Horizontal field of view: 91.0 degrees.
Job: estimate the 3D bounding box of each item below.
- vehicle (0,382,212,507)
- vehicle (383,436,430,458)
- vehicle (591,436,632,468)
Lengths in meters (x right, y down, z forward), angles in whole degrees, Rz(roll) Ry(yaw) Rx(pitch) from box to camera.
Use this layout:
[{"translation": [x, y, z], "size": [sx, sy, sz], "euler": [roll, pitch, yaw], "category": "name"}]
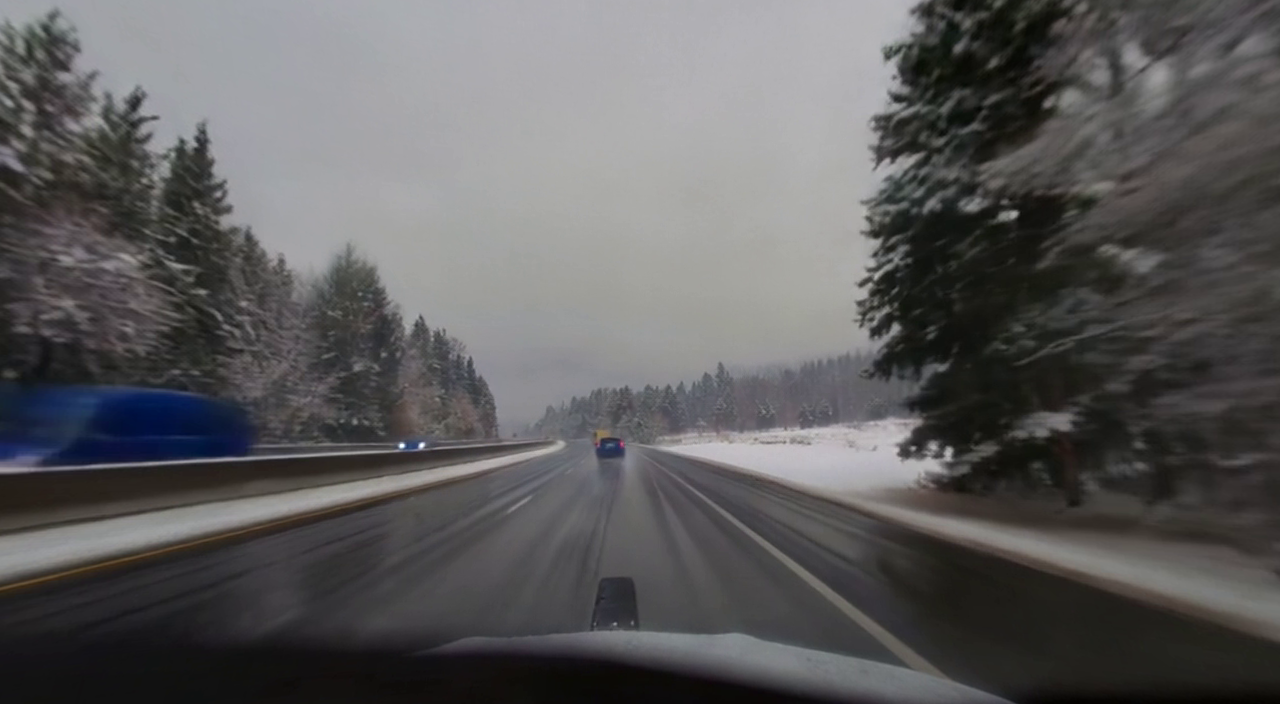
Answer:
[{"translation": [-11.496, 1.832, 12.516], "size": [2.237, 1.989, 5.436], "euler": [0, -8, -1], "category": "vehicle"}, {"translation": [-16.529, 6.727, 44.805], "size": [1.923, 1.487, 4.154], "euler": [0, -8, -2], "category": "vehicle"}, {"translation": [-1.425, 5.125, 32.528], "size": [2.004, 1.515, 3.968], "euler": [0, -8, -1], "category": "vehicle"}]
